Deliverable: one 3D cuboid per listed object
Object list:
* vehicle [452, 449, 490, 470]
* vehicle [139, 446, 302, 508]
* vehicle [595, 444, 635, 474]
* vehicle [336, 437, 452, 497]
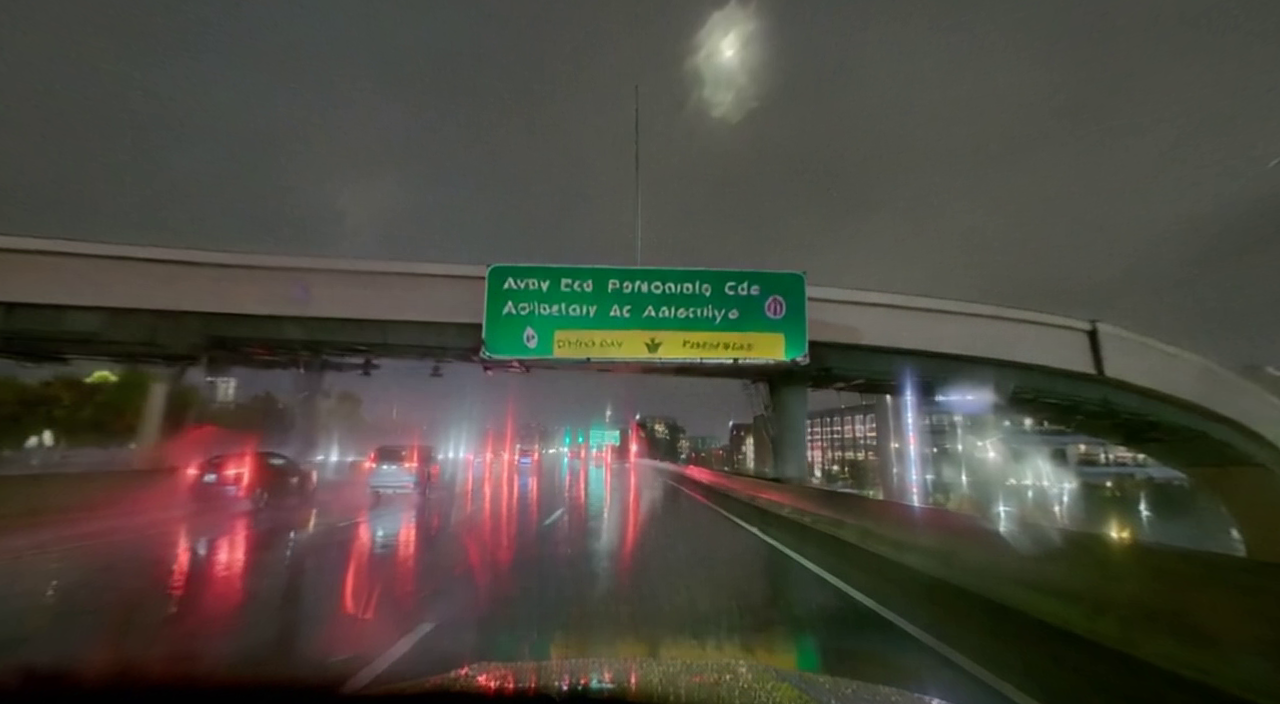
[{"bbox_3d":[-12.817,8.130,47.976,1.861,1.466,4.233,0,-9,-3],"label":"vehicle"},{"bbox_3d":[-11.539,3.429,17.727,1.936,1.501,3.900,0,-9,-1],"label":"vehicle"},{"bbox_3d":[-1.418,5.974,35.394,2.110,1.501,4.319,0,-9,-3],"label":"vehicle"},{"bbox_3d":[-7.751,3.650,20.385,2.065,1.689,4.399,0,-9,-1],"label":"vehicle"}]
